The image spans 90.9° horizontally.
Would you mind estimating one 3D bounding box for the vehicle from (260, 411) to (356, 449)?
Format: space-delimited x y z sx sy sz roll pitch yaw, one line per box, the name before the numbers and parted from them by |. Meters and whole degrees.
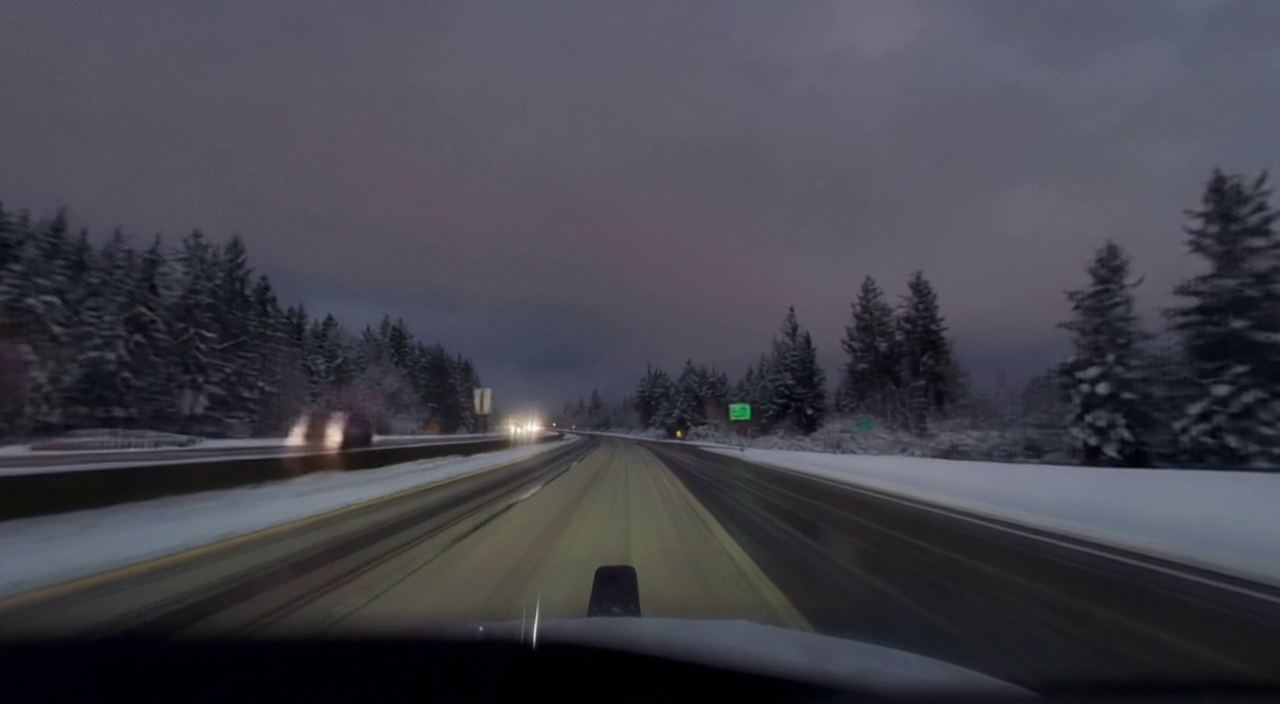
vehicle | -13.778 3.290 26.434 1.932 1.439 4.007 0 -8 -2
